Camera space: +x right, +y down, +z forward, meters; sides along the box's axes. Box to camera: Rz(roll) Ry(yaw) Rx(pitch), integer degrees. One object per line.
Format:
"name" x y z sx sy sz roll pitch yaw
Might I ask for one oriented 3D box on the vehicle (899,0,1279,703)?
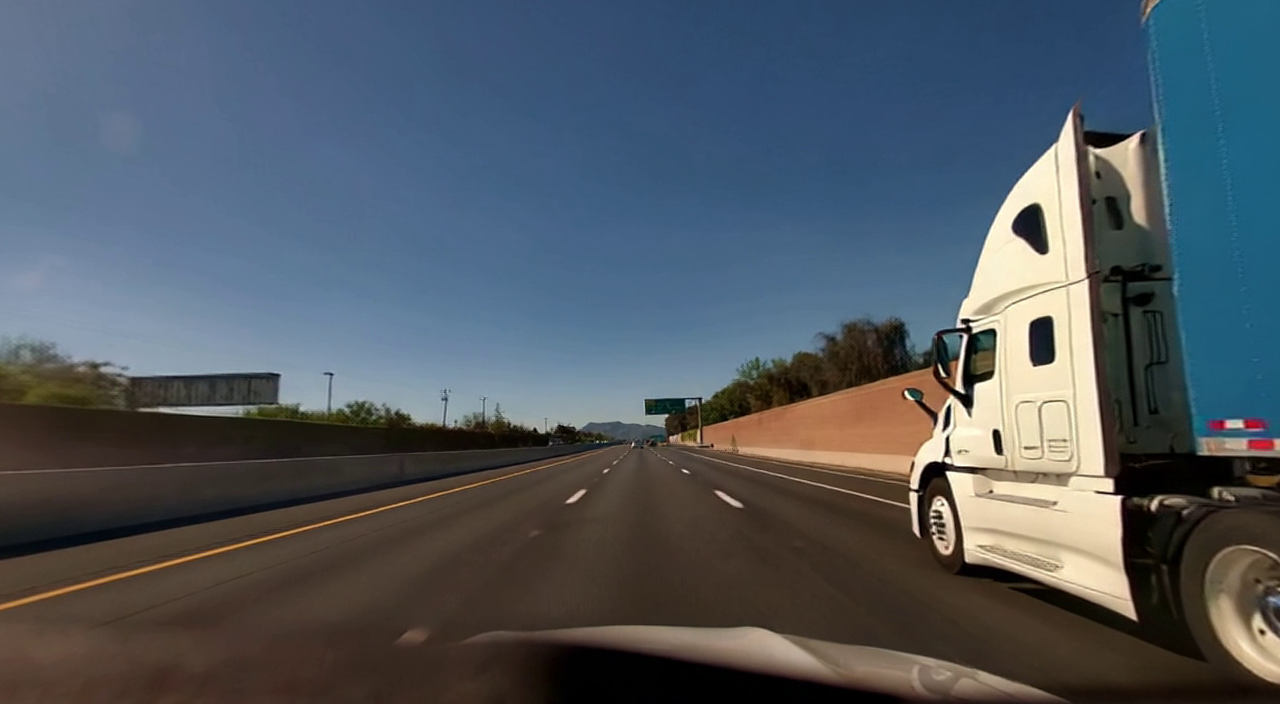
"vehicle" 4.104 -0.362 1.433 3.012 3.768 8.945 0 -8 -1
